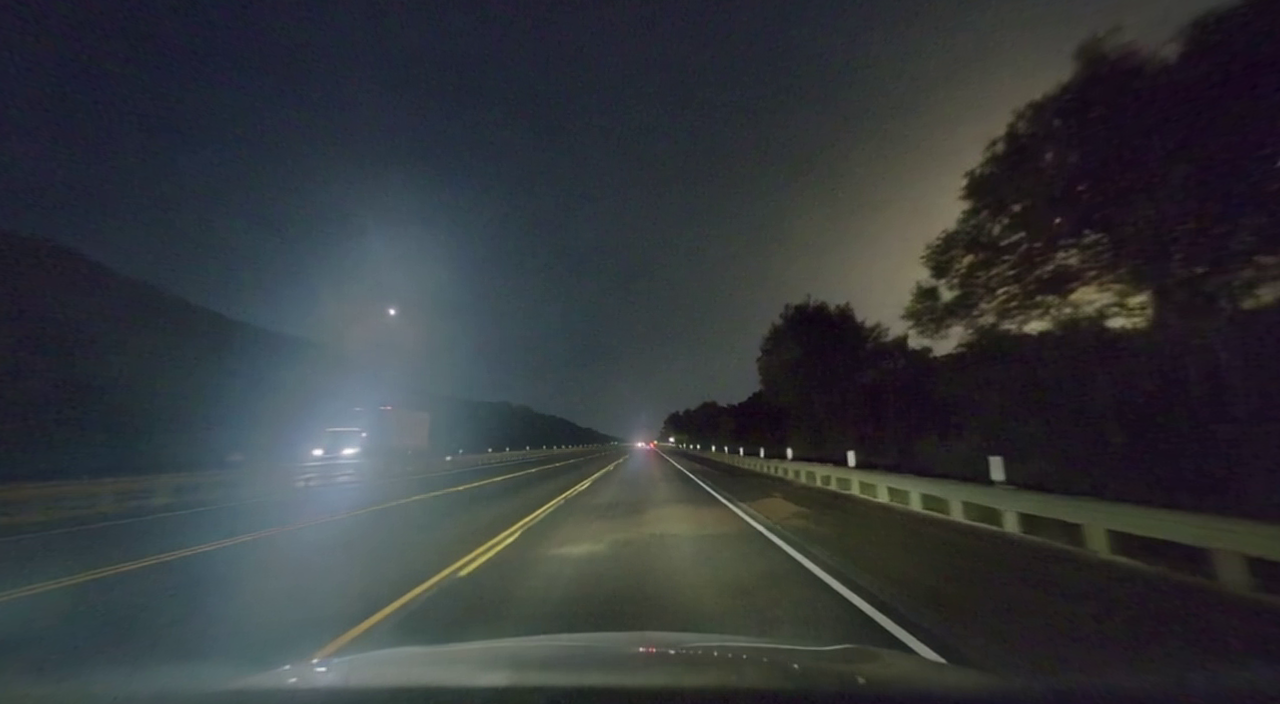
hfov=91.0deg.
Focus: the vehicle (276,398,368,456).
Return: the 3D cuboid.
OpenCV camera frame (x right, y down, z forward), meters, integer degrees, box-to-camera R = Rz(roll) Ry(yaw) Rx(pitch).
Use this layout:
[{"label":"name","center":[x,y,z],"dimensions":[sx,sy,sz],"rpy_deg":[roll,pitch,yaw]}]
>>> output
[{"label":"vehicle","center":[-22.360,5.381,44.724],"dimensions":[3.237,3.806,6.063],"rpy_deg":[1,-8,0]}]
